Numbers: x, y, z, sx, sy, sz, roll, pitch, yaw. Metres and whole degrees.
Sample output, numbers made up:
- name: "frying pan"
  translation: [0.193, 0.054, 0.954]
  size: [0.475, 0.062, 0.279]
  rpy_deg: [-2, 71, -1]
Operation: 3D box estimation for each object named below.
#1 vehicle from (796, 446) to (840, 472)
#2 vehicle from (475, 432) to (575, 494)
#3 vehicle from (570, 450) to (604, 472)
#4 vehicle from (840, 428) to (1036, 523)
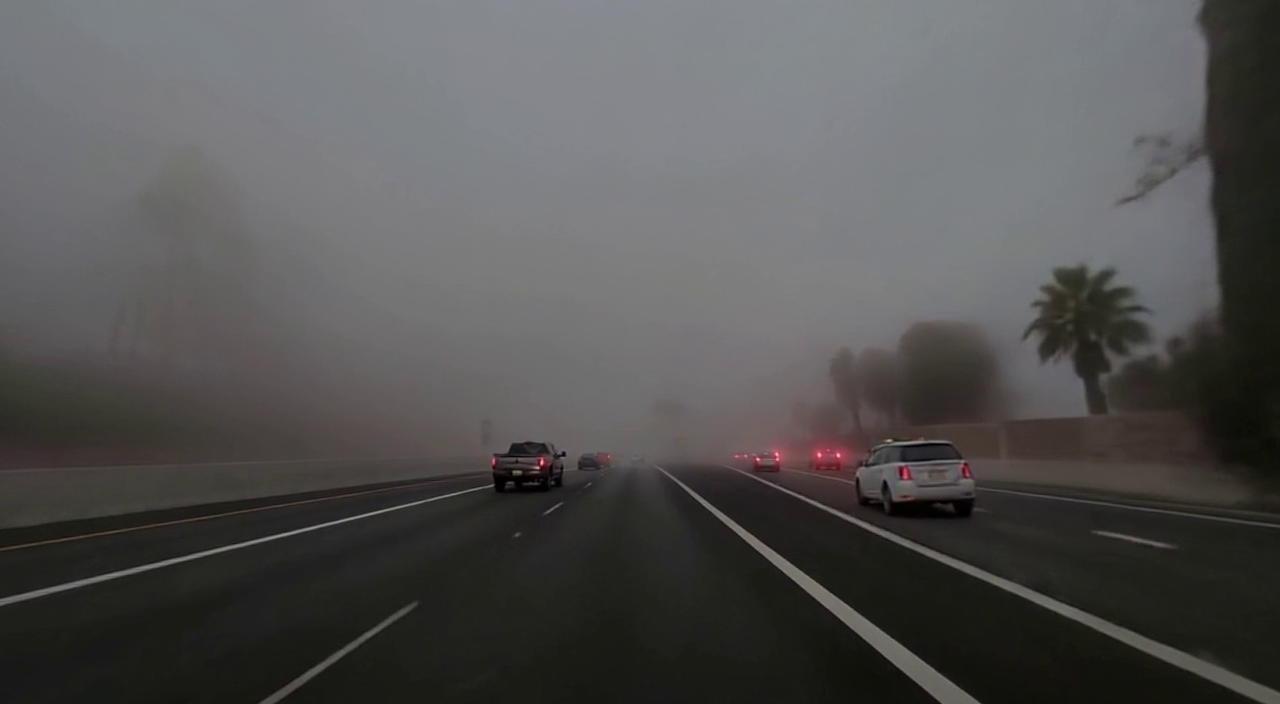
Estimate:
- name: "vehicle"
  translation: [12.999, 7.831, 46.259]
  size: [1.991, 1.755, 4.836]
  rpy_deg: [-1, -9, 3]
- name: "vehicle"
  translation: [-3.916, 3.936, 22.703]
  size: [2.420, 1.937, 5.916]
  rpy_deg: [0, -9, 1]
- name: "vehicle"
  translation: [-3.798, 7.916, 45.884]
  size: [2.052, 1.545, 4.470]
  rpy_deg: [0, -9, 1]
- name: "vehicle"
  translation: [6.561, 2.785, 14.778]
  size: [2.303, 1.791, 5.247]
  rpy_deg: [-1, -9, 4]
